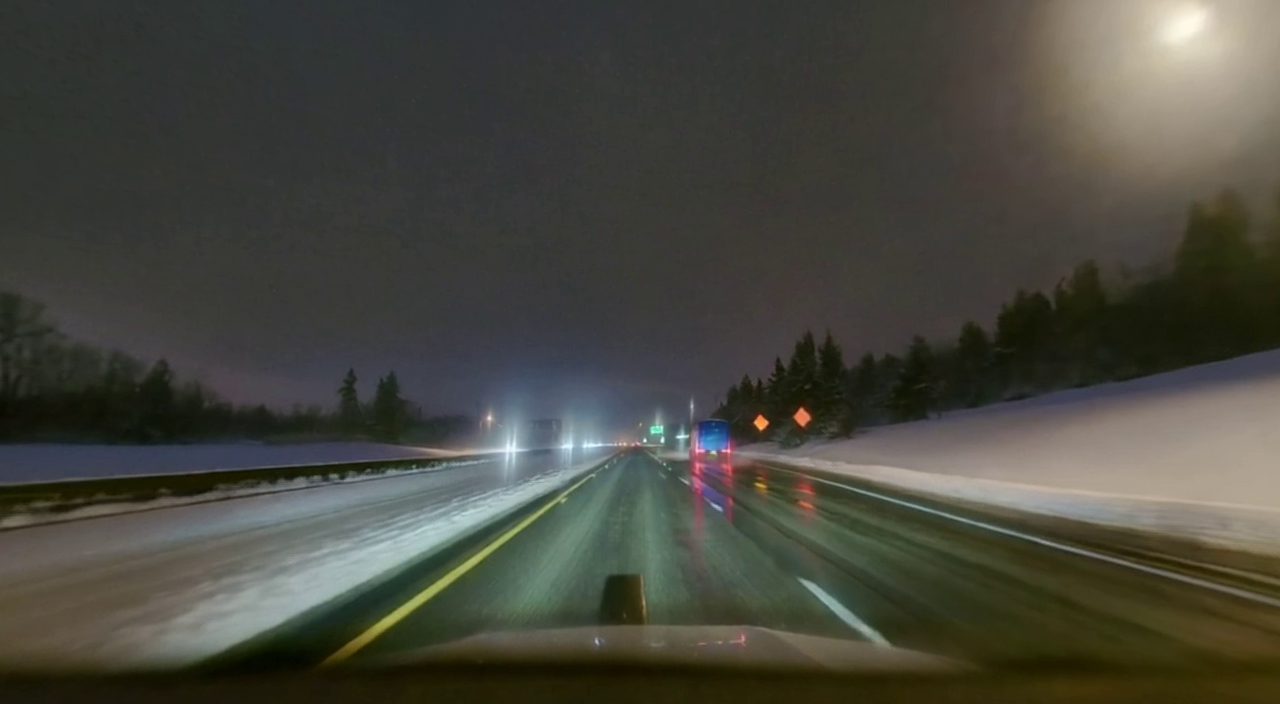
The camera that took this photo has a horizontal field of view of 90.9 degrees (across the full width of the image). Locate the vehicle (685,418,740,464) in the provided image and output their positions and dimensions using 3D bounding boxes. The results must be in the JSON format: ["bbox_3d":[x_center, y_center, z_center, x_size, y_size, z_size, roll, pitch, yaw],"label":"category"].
[{"bbox_3d":[4.202,5.342,37.831,2.430,2.495,6.062,0,-8,-2],"label":"vehicle"}]
